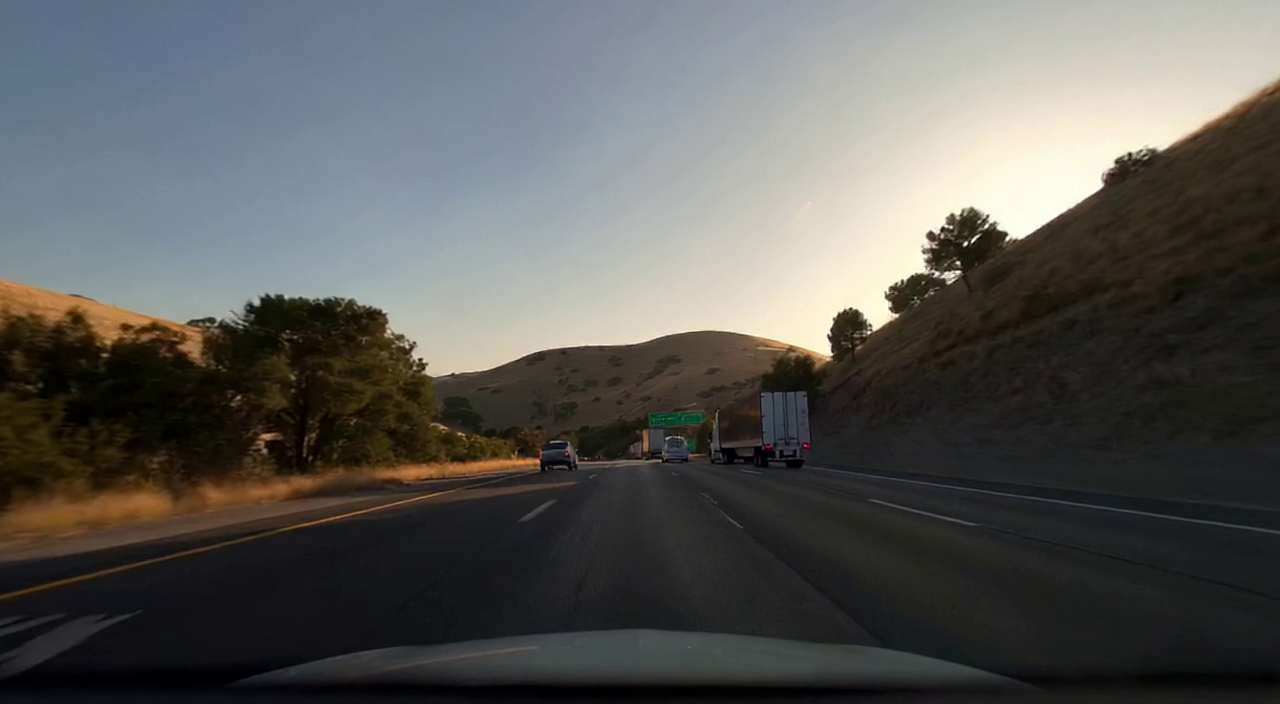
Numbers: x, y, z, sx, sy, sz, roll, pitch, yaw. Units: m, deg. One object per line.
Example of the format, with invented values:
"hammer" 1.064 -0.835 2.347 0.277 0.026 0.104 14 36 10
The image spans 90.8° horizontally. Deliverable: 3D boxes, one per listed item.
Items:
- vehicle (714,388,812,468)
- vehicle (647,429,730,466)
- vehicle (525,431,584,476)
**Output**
"vehicle" 7.394 5.239 41.369 2.935 4.187 16.357 0 -9 -1
"vehicle" 3.062 6.171 40.832 5.075 2.277 2.365 0 -9 -2
"vehicle" -4.016 4.892 30.542 2.193 1.977 4.759 0 -9 0
